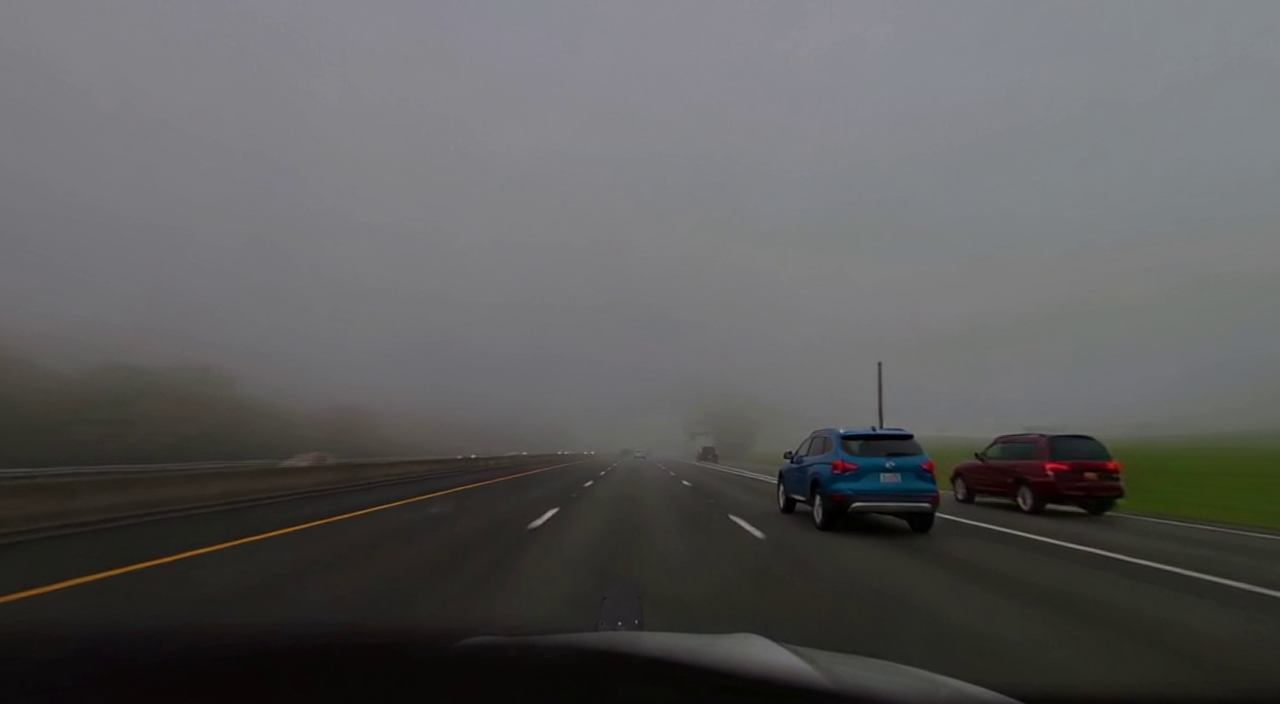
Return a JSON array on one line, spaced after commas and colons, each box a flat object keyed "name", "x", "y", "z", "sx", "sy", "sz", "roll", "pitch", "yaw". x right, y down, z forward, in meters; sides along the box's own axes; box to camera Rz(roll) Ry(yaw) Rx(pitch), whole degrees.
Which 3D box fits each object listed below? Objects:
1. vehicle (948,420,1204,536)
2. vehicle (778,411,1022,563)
[{"name": "vehicle", "x": 7.781, "y": 2.264, "z": 11.758, "sx": 1.898, "sy": 1.798, "sz": 3.805, "roll": 0, "pitch": -9, "yaw": -2}, {"name": "vehicle", "x": 3.482, "y": 1.887, "z": 9.397, "sx": 1.784, "sy": 1.733, "sz": 4.141, "roll": 0, "pitch": -9, "yaw": -1}]
